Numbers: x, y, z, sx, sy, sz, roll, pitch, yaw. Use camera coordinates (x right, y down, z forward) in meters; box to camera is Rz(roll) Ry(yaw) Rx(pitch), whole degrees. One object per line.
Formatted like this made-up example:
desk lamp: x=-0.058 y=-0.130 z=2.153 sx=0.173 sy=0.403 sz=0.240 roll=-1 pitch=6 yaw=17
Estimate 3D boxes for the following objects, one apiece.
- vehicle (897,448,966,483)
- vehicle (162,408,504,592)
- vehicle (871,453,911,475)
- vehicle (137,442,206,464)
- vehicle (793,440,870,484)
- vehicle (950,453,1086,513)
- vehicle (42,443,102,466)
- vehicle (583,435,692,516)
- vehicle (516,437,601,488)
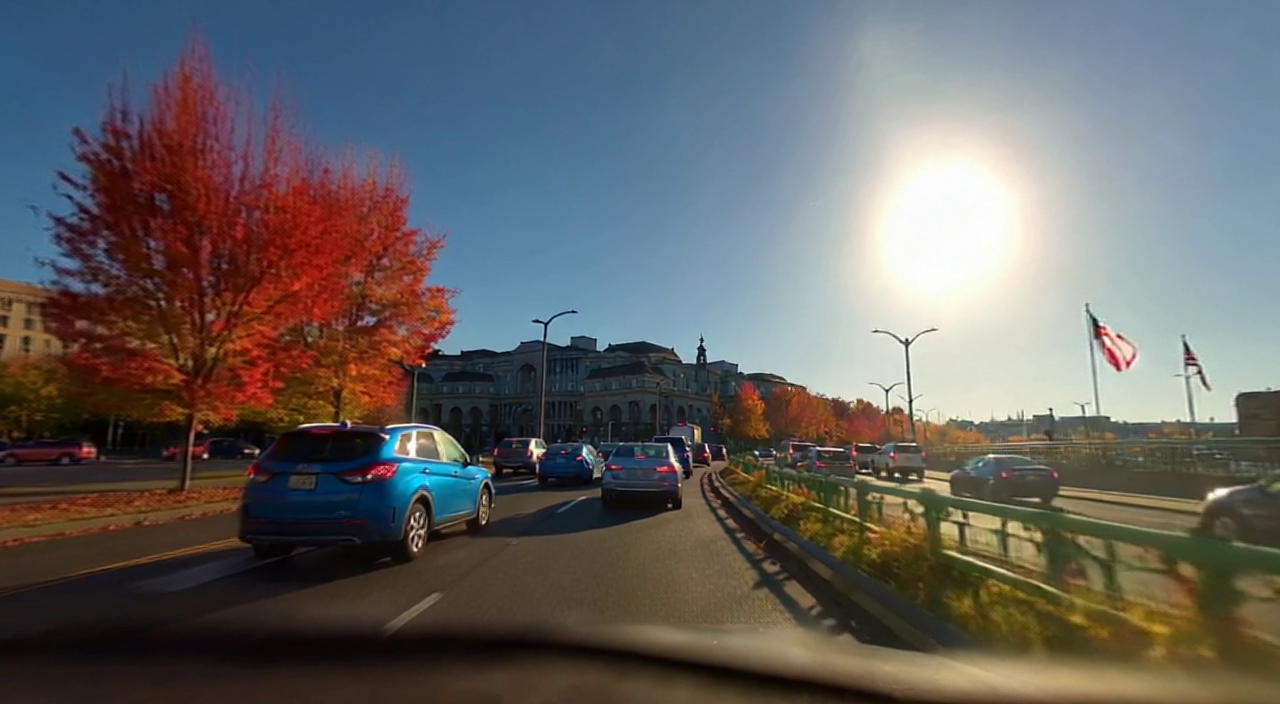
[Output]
vehicle: x=16.229 y=6.310 z=35.326 sx=2.087 sy=1.745 sz=4.673 roll=0 pitch=-9 yaw=7
vehicle: x=-3.277 y=1.665 z=7.934 sx=1.988 sy=1.635 sz=4.260 roll=0 pitch=-8 yaw=2
vehicle: x=18.146 y=8.091 z=45.710 sx=1.828 sy=1.479 sz=4.391 roll=-1 pitch=-9 yaw=10
vehicle: x=-36.493 y=7.851 z=49.049 sx=4.051 sy=1.616 sz=1.889 roll=-1 pitch=-8 yaw=8
vehicle: x=7.351 y=4.244 z=24.646 sx=1.944 sy=1.544 sz=4.301 roll=0 pitch=-9 yaw=4
vehicle: x=10.875 y=3.754 z=18.480 sx=1.749 sy=1.481 sz=3.808 roll=0 pitch=-9 yaw=2
vehicle: x=-40.018 y=7.180 z=44.337 sx=3.667 sy=1.465 sz=1.735 roll=-4 pitch=-5 yaw=24
vehicle: x=0.077 y=2.689 z=14.278 sx=2.090 sy=1.506 sz=4.276 roll=0 pitch=-8 yaw=4
vehicle: x=-2.715 y=3.813 z=22.075 sx=1.974 sy=1.549 sz=4.603 roll=0 pitch=-8 yaw=5
